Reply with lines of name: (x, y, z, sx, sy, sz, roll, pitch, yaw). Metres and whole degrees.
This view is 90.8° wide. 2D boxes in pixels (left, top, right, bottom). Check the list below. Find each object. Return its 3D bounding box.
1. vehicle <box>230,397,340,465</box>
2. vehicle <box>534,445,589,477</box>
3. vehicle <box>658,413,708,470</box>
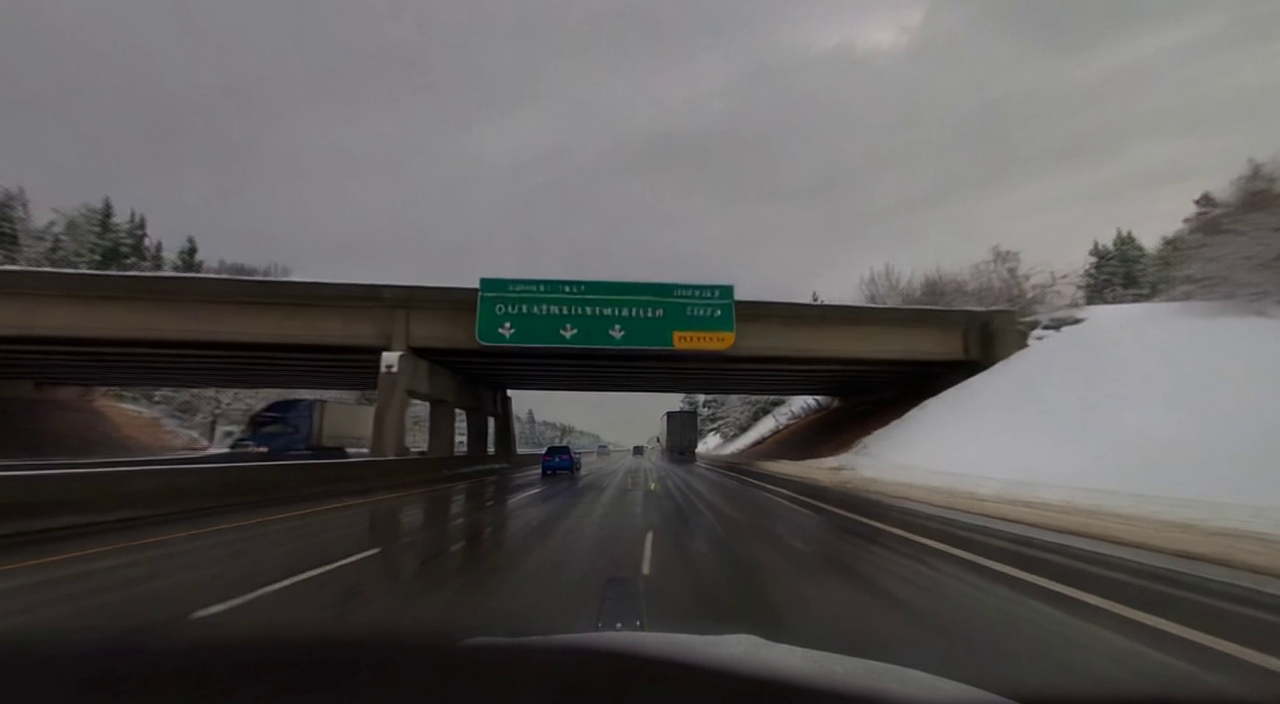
vehicle: (-22.008, 5.017, 39.630, 2.992, 3.914, 6.177, -1, -9, 2)
vehicle: (-3.935, 5.562, 32.414, 2.038, 1.489, 4.603, -1, -9, 3)
vehicle: (3.136, 7.056, 49.476, 2.943, 3.830, 12.409, 0, -9, 0)
